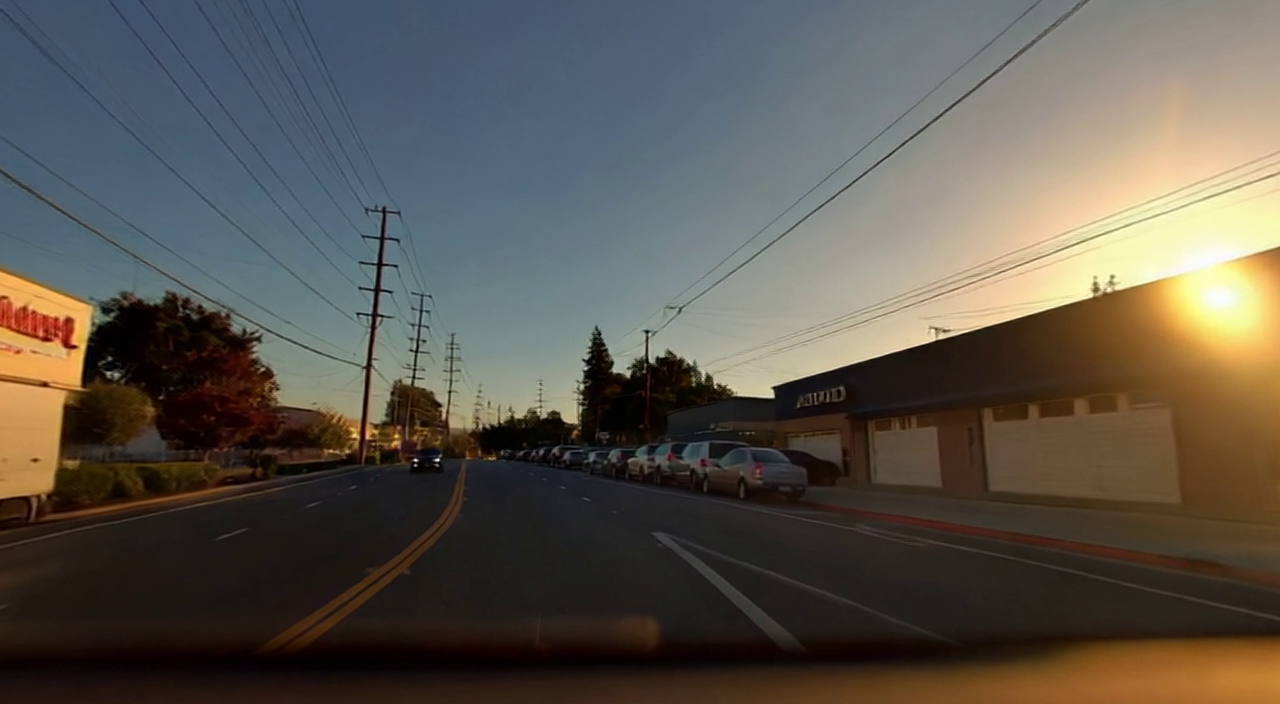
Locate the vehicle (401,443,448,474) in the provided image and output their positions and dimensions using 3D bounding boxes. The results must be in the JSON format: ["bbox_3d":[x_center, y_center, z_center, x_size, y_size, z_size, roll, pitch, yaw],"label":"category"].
[{"bbox_3d":[-11.462,5.653,33.769,2.122,1.517,4.465,2,-9,-16],"label":"vehicle"}]

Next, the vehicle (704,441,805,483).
[{"bbox_3d":[4.784,4.448,25.891,2.057,1.564,4.502,-7,-11,40],"label":"vehicle"}]

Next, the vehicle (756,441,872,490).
[{"bbox_3d":[6.255,3.910,22.255,2.074,1.526,4.853,-7,-11,40],"label":"vehicle"}]
